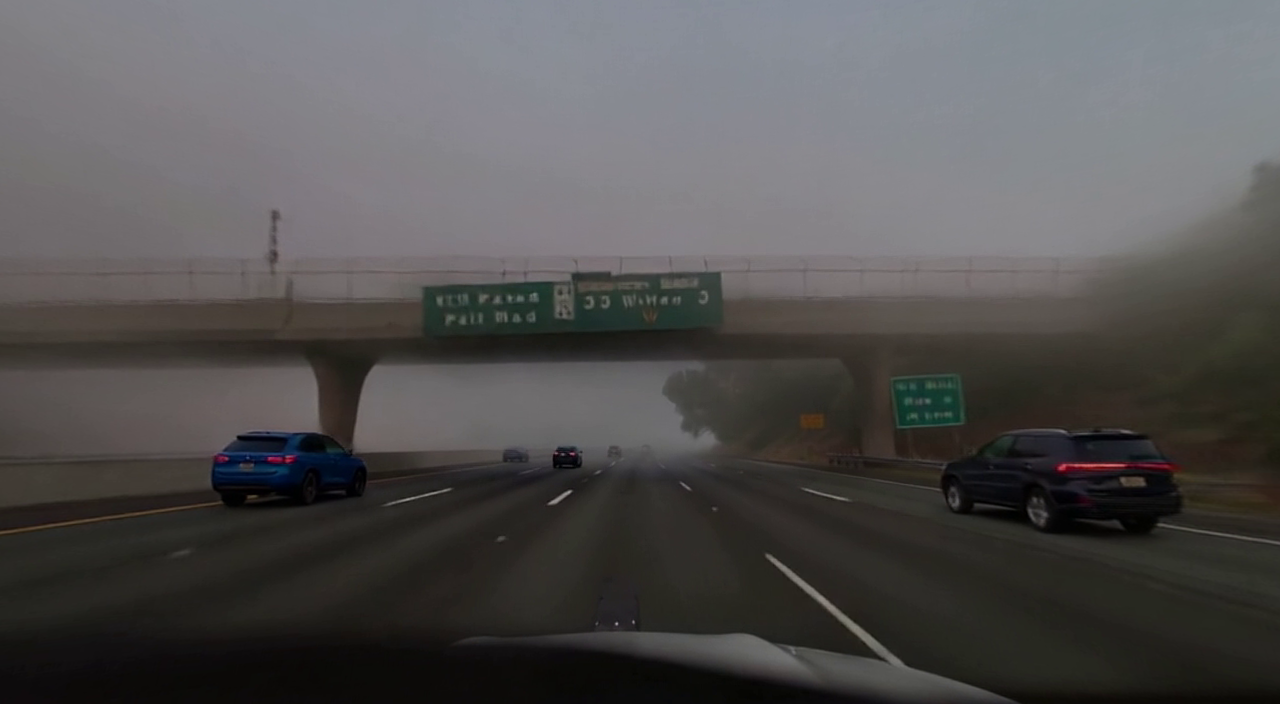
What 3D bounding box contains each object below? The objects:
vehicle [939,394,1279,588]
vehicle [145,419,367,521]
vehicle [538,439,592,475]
[{"bbox_3d":[5.871,1.588,7.982,1.950,1.719,4.545,0,-9,0],"label":"vehicle"},{"bbox_3d":[-7.415,2.319,12.838,1.860,1.694,4.173,0,-9,0],"label":"vehicle"},{"bbox_3d":[-3.384,4.820,29.266,1.925,1.509,4.363,0,-9,1],"label":"vehicle"}]
